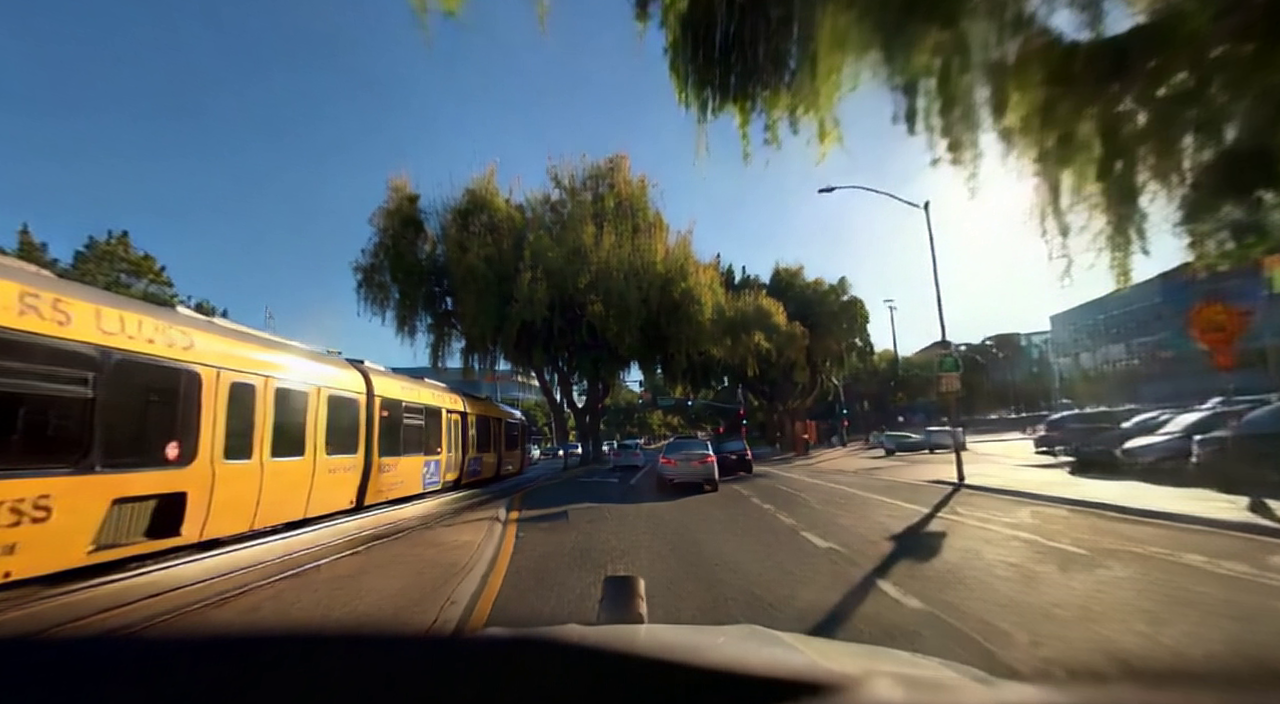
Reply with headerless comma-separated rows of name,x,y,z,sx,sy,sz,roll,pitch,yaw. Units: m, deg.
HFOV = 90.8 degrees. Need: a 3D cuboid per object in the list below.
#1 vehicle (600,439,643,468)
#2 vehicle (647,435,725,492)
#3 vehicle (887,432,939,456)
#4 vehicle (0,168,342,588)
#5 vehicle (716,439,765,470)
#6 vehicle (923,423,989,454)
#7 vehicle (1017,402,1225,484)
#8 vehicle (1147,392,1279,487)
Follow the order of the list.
vehicle,-0.985,5.653,35.361,2.118,1.478,4.076,0,-8,2
vehicle,1.235,3.195,18.527,2.002,1.471,4.337,0,-8,2
vehicle,18.142,6.127,42.165,1.831,1.545,3.872,0,-8,1
vehicle,-7.160,0.121,4.707,2.897,3.700,13.528,0,-7,2
vehicle,5.125,5.278,32.760,1.944,1.447,4.392,0,-8,1
vehicle,20.675,5.701,41.529,2.116,1.937,4.515,-1,-8,3
vehicle,14.441,2.729,19.596,2.221,2.116,5.535,-1,-6,2
vehicle,14.133,1.867,13.465,2.145,1.911,5.581,-1,-8,3
